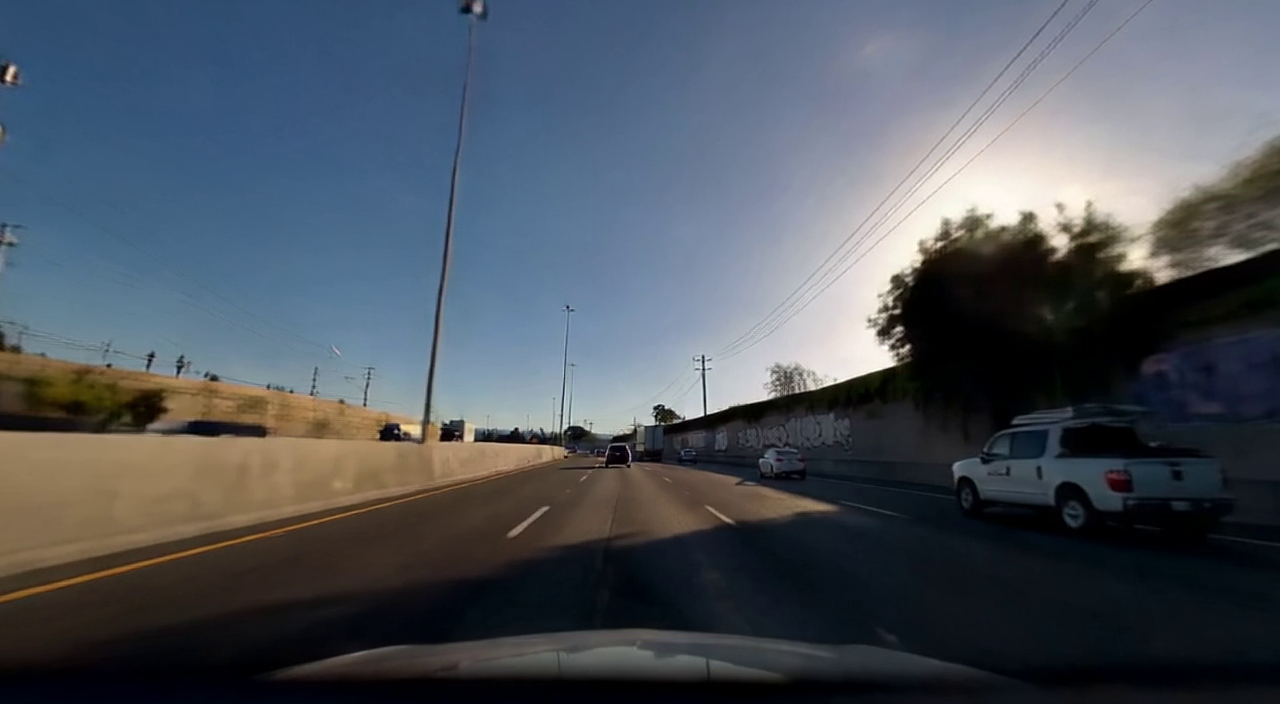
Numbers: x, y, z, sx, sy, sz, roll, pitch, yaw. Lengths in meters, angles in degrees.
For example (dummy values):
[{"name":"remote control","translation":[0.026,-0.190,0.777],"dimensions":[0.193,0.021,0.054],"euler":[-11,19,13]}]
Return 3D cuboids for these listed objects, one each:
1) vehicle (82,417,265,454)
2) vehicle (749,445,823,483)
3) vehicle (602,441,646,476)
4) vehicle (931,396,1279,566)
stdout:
[{"name":"vehicle","translation":[-13.649,2.554,18.924],"dimensions":[2.062,0.949,4.600],"euler":[0,-9,-1]},{"name":"vehicle","translation":[6.432,4.973,28.348],"dimensions":[2.032,1.525,4.631],"euler":[0,-9,-3]},{"name":"vehicle","translation":[-0.852,5.557,33.153],"dimensions":[2.191,1.685,3.353],"euler":[0,-9,-2]},{"name":"vehicle","translation":[7.314,1.910,10.192],"dimensions":[2.325,1.924,5.838],"euler":[0,-9,-1]}]
